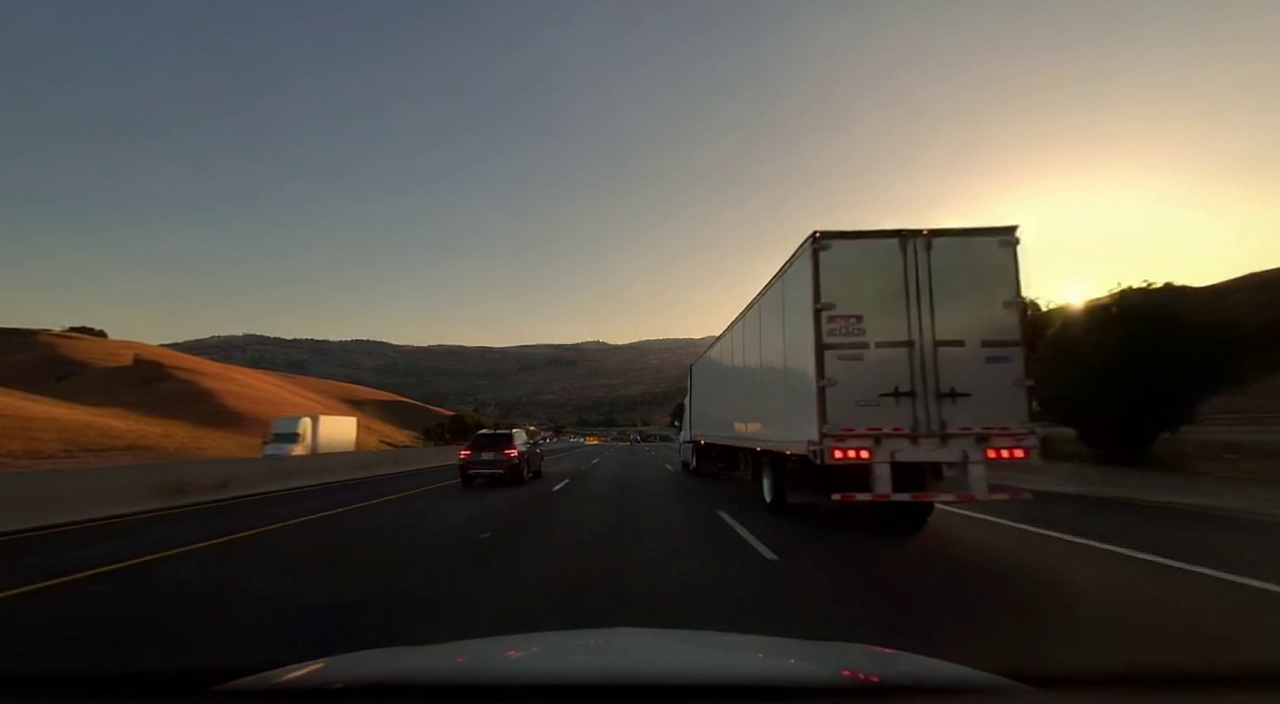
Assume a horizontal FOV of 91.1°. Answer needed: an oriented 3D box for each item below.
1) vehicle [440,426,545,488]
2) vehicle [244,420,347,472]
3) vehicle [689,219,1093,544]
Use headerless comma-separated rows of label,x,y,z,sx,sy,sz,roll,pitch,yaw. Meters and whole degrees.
vehicle,-4.155,3.024,18.465,2.044,1.604,4.144,0,-8,0
vehicle,-19.636,5.409,36.327,2.406,2.717,6.227,0,-8,0
vehicle,3.821,1.502,16.783,3.144,4.168,17.594,0,-8,-2
